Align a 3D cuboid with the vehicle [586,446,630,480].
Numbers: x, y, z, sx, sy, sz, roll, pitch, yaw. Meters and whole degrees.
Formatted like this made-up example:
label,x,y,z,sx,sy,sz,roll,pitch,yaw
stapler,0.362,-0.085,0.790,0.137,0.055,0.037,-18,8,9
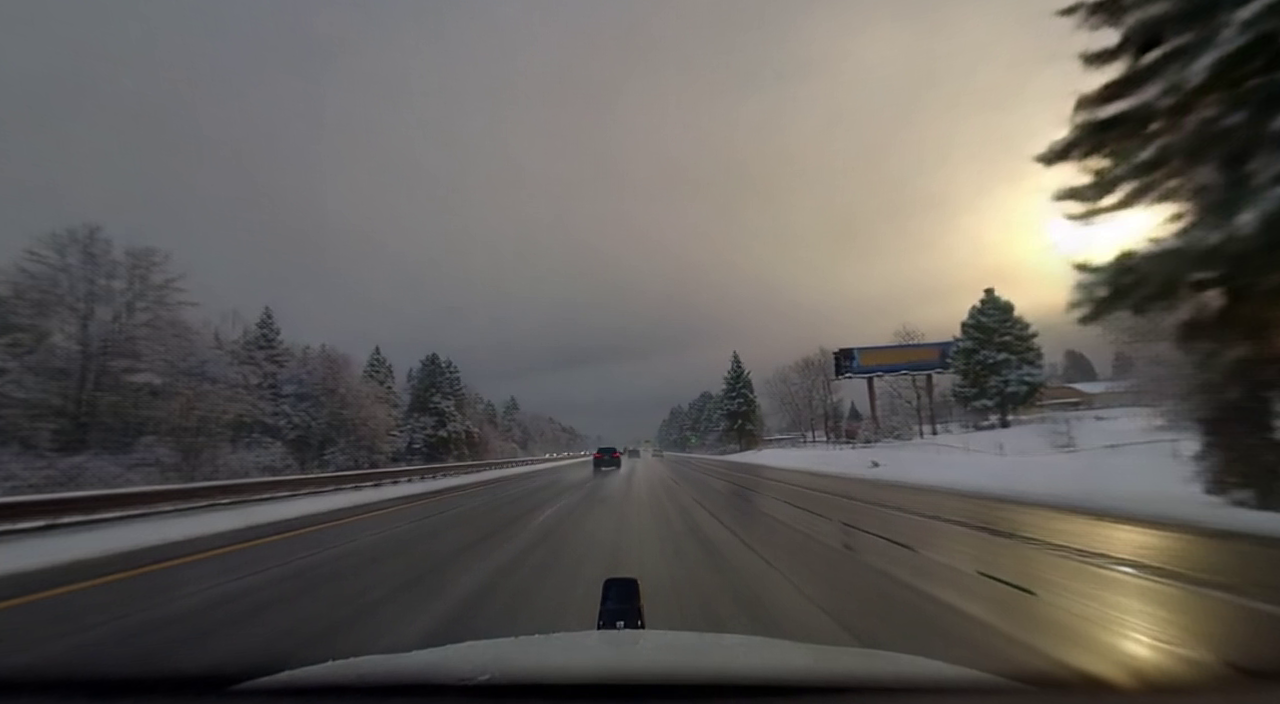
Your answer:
label,x,y,z,sx,sy,sz,roll,pitch,yaw
vehicle,-1.476,5.373,30.603,1.916,1.494,4.335,0,-9,0
